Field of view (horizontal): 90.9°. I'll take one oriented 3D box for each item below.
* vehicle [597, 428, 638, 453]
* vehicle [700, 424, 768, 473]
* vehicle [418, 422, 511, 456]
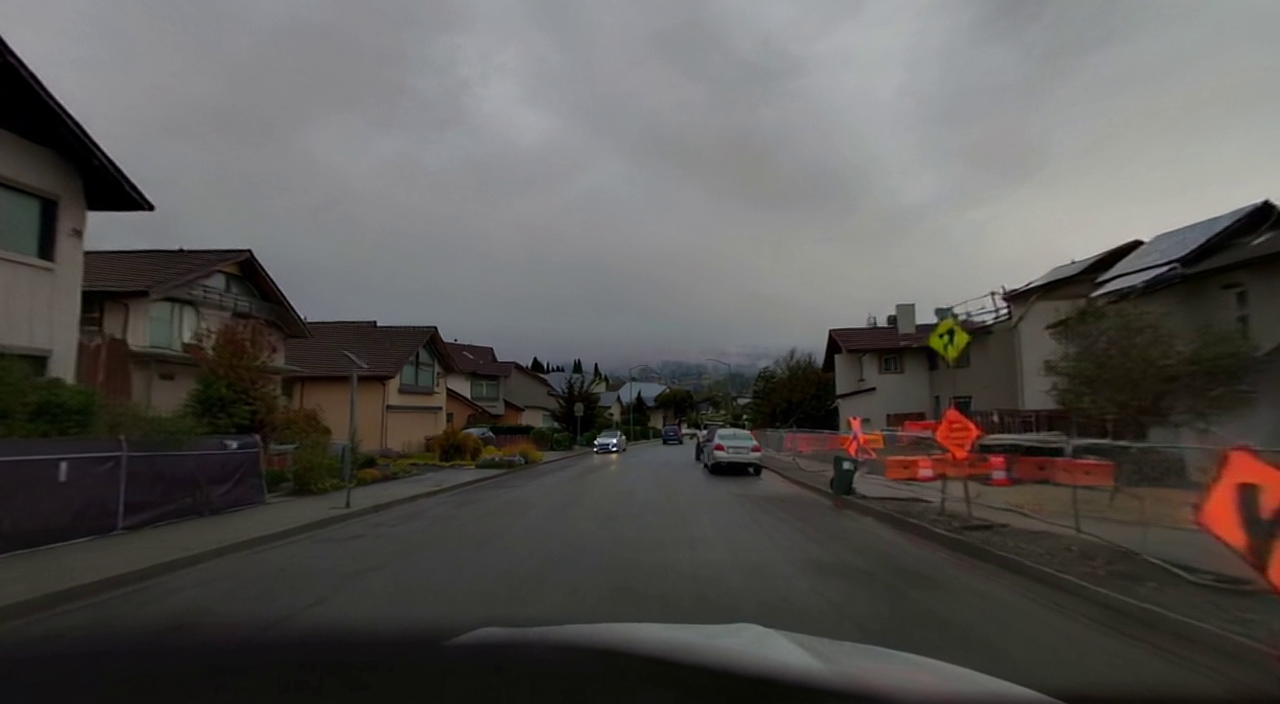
[{"bbox_3d":[-1.346,5.586,39.941,1.972,1.499,4.191,-1,-8,7],"label":"vehicle"},{"bbox_3d":[3.073,3.223,21.303,1.998,1.494,3.927,-1,-8,5],"label":"vehicle"},{"bbox_3d":[-9.297,4.634,33.535,4.205,1.745,2.121,-1,-8,6],"label":"vehicle"}]
